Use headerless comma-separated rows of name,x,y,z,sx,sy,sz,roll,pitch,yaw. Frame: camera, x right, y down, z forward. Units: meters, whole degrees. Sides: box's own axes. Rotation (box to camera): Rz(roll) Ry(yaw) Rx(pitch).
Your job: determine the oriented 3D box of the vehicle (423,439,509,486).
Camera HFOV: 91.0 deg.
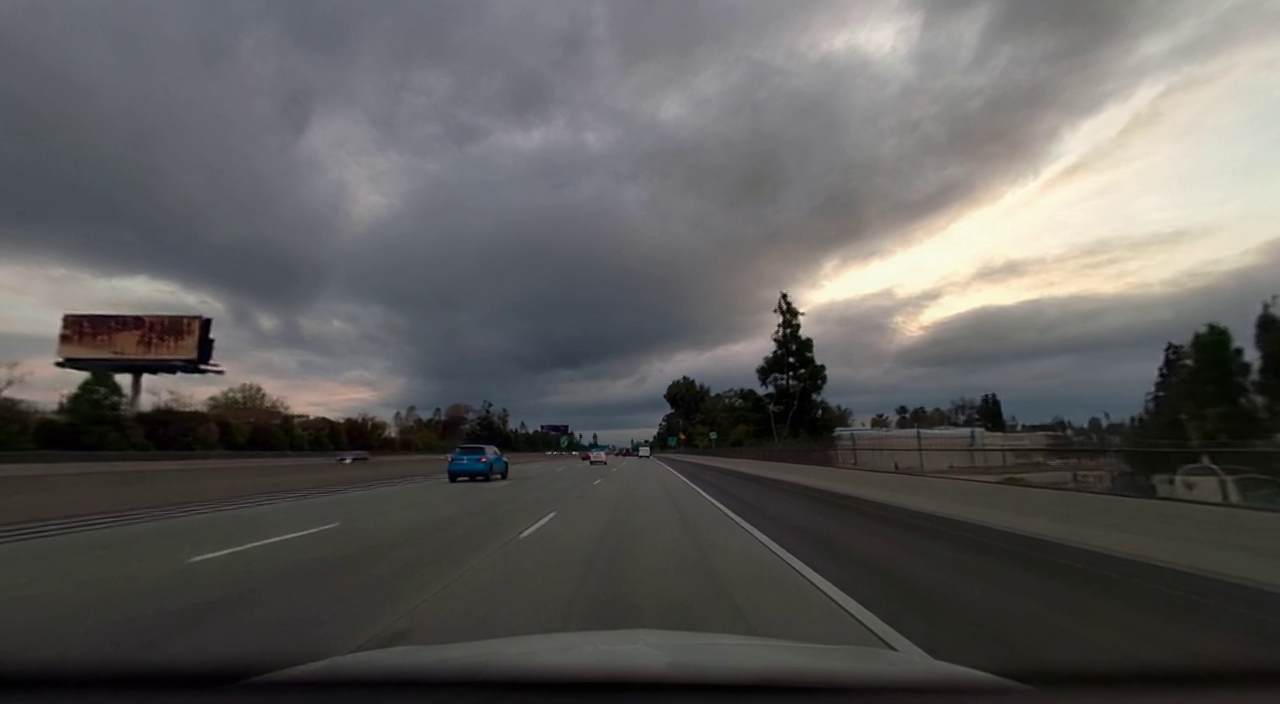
vehicle,-6.920,4.443,25.648,2.055,1.683,4.804,0,-9,1
